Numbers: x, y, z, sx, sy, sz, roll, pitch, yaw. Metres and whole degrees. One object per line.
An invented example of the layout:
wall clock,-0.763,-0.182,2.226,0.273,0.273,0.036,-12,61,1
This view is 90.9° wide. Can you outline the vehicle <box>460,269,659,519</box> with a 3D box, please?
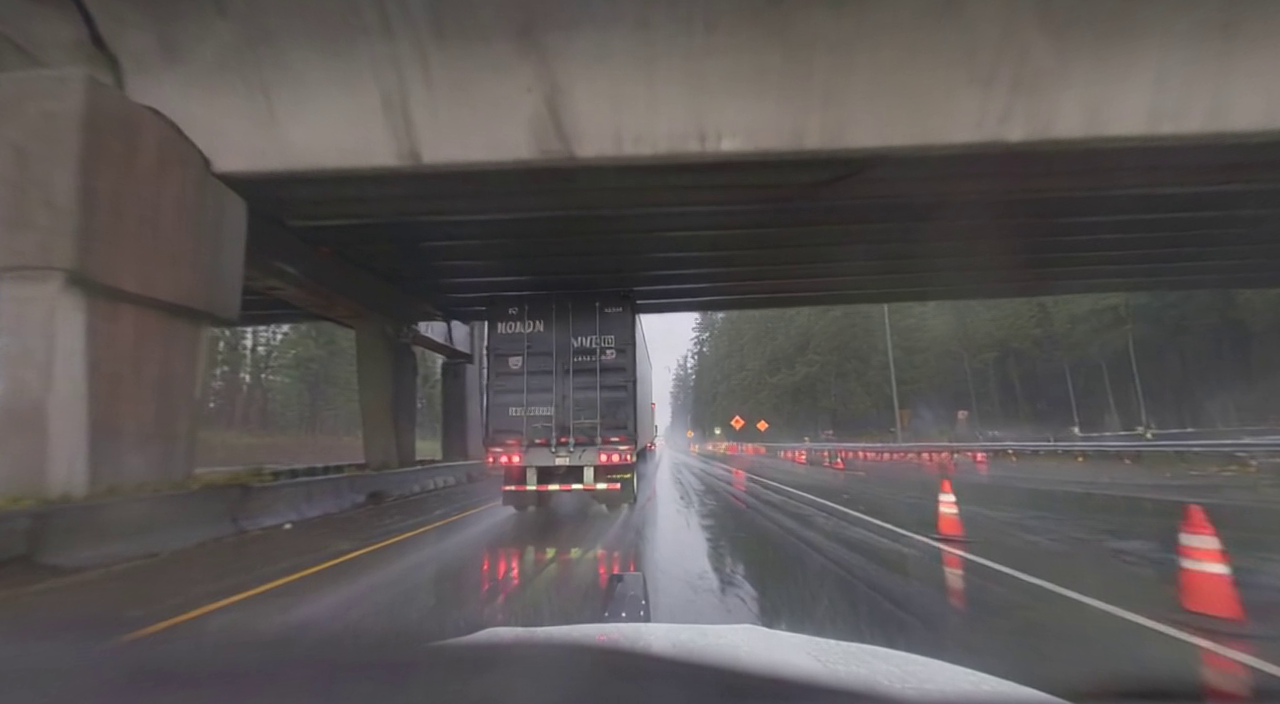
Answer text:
vehicle,-1.133,1.441,15.780,2.935,4.068,11.036,0,-8,3
